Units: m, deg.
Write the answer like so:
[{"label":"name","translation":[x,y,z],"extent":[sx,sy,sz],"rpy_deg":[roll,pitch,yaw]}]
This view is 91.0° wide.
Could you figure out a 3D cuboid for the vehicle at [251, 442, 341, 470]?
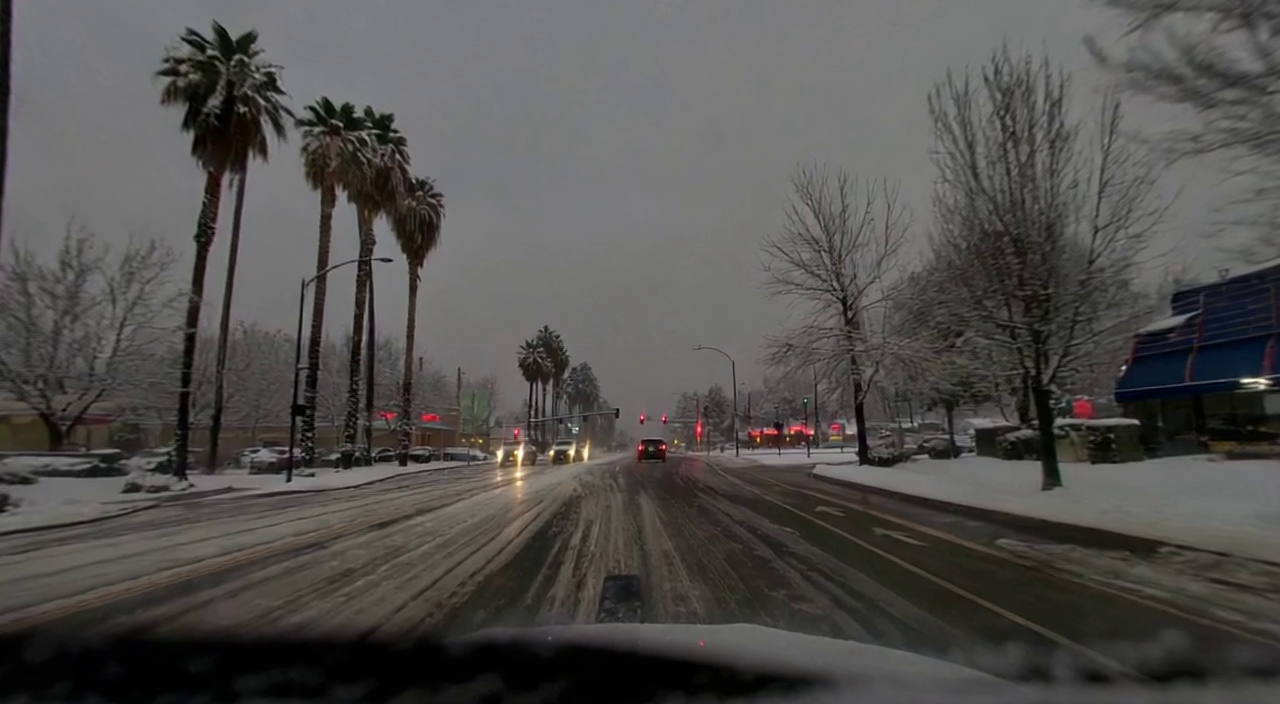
[{"label":"vehicle","translation":[-21.873,6.647,40.152],"extent":[4.498,1.729,2.102],"rpy_deg":[0,-9,0]}]

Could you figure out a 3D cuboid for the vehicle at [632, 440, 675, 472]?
[{"label":"vehicle","translation":[0.657,5.309,32.376],"extent":[2.065,1.507,4.225],"rpy_deg":[0,-9,1]}]

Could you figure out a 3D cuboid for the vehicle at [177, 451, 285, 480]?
[{"label":"vehicle","translation":[-22.109,6.146,34.170],"extent":[4.552,1.389,1.779],"rpy_deg":[-1,-11,-4]}]

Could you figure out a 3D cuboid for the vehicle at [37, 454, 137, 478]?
[{"label":"vehicle","translation":[-35.073,7.210,40.007],"extent":[4.505,1.458,1.887],"rpy_deg":[0,-9,-2]}]

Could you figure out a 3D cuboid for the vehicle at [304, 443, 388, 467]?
[{"label":"vehicle","translation":[-21.532,7.571,46.262],"extent":[5.050,1.758,2.134],"rpy_deg":[0,-9,2]}]

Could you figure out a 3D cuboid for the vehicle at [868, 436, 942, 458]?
[{"label":"vehicle","translation":[17.853,6.424,42.519],"extent":[4.140,1.422,1.869],"rpy_deg":[0,-9,-2]}]
